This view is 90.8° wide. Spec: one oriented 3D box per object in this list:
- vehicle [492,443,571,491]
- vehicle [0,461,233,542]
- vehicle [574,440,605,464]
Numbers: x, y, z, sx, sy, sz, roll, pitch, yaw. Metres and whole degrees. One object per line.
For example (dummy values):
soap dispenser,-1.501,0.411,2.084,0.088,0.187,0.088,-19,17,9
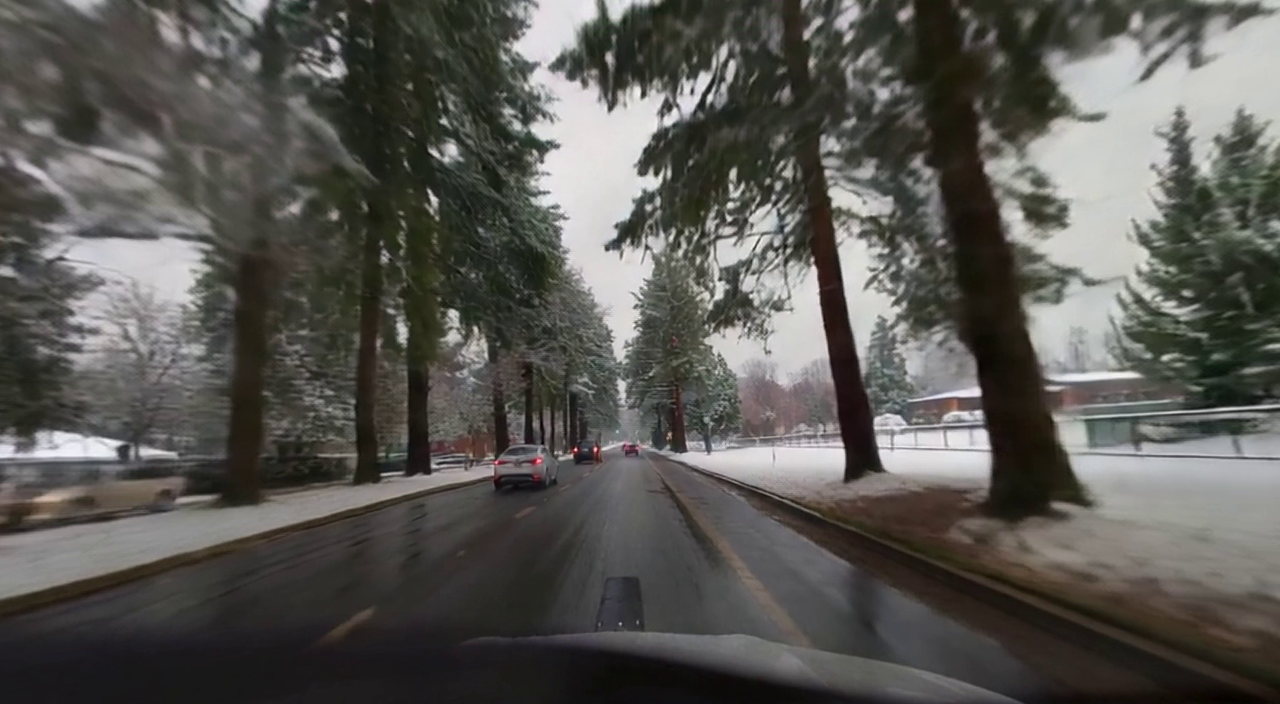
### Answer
vehicle,-3.588,3.871,21.635,1.932,1.431,4.144,0,-9,1
vehicle,-11.758,3.259,14.418,1.924,1.430,4.417,-1,-9,1
vehicle,-3.912,7.876,49.819,2.077,1.725,4.153,0,-9,0
